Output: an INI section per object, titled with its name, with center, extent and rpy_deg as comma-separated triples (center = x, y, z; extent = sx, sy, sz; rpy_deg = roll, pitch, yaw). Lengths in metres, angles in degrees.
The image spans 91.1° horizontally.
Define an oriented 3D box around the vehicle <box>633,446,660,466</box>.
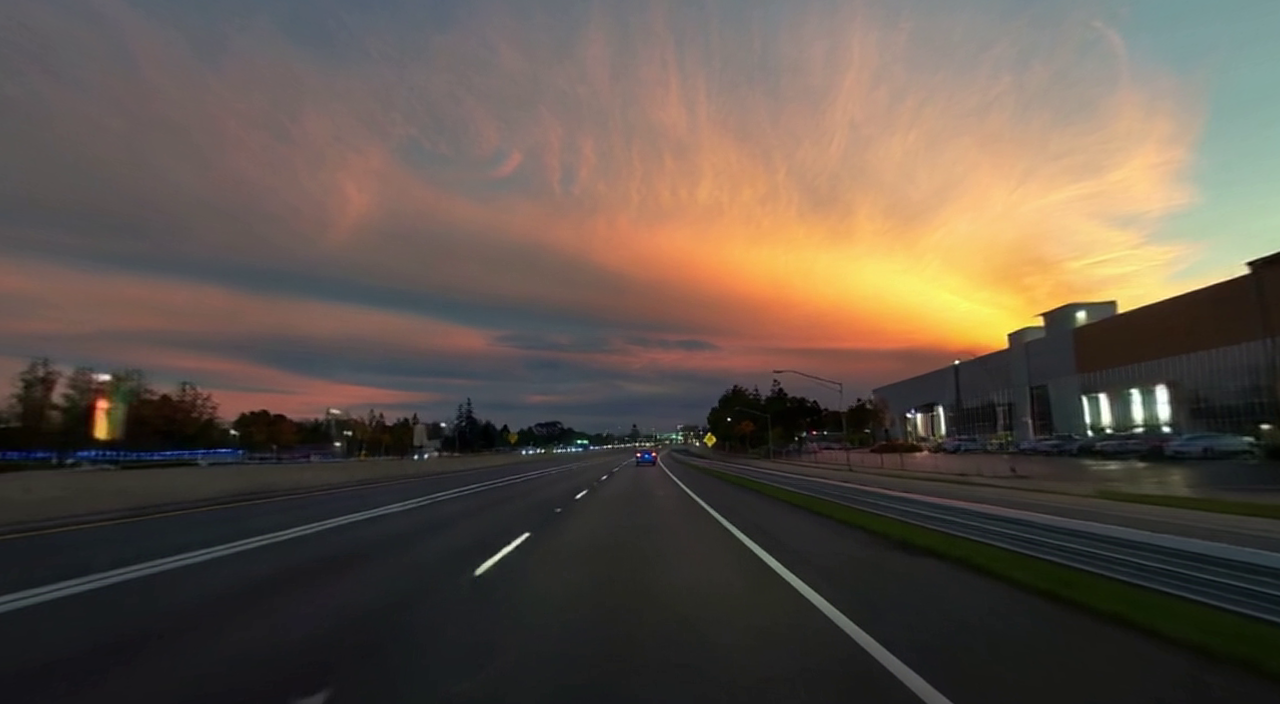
[vehicle]
center = 0.465, 8.054, 48.712
extent = 2.014, 1.507, 3.960
rpy_deg = 0, -9, 0
